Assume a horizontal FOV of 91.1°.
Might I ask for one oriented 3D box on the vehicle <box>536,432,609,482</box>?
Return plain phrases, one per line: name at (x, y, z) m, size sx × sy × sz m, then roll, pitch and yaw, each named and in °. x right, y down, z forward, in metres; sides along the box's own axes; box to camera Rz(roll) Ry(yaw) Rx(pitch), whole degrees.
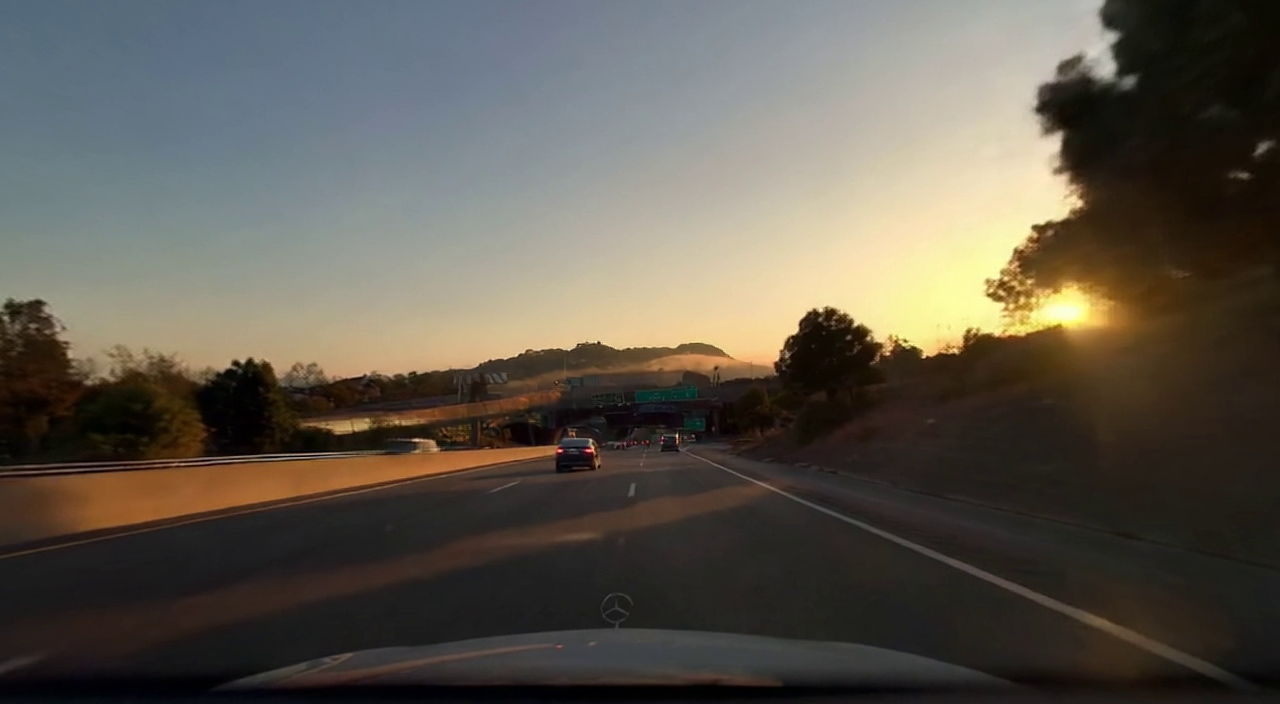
vehicle at (-2.272, 3.669, 22.410) m, size 2.039 × 1.589 × 4.324 m, roll 0°, pitch -8°, yaw 1°
